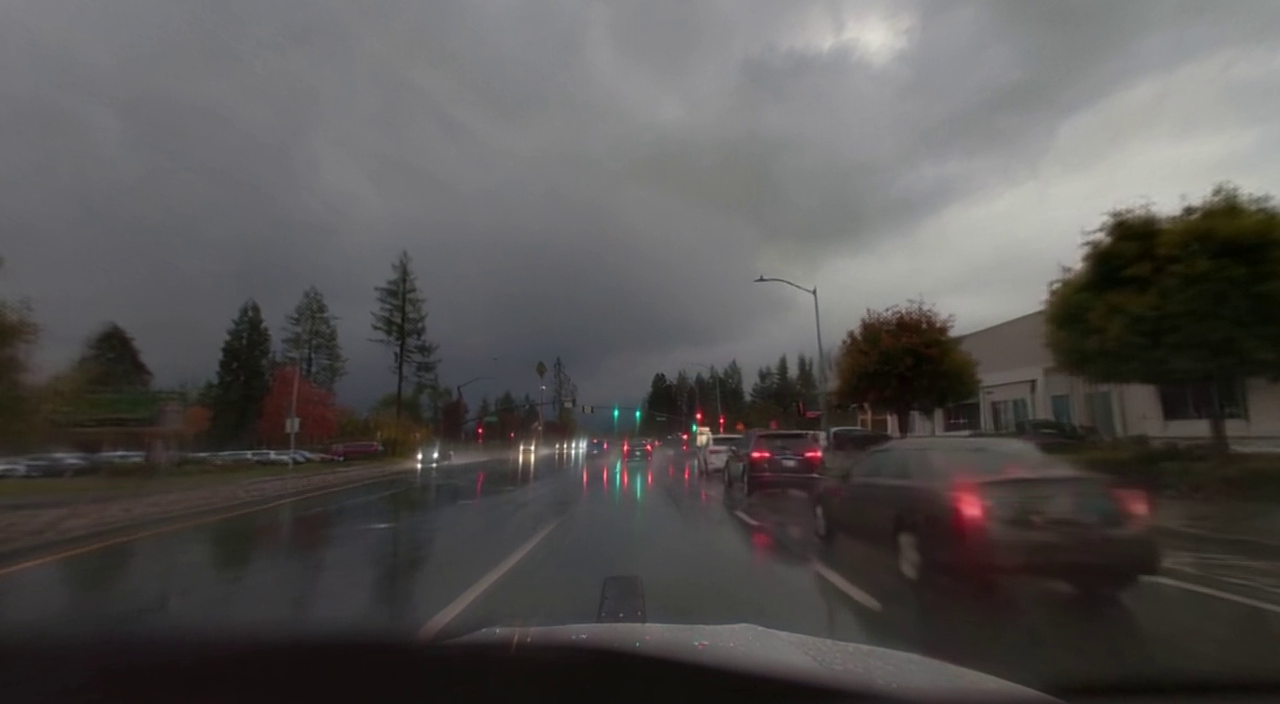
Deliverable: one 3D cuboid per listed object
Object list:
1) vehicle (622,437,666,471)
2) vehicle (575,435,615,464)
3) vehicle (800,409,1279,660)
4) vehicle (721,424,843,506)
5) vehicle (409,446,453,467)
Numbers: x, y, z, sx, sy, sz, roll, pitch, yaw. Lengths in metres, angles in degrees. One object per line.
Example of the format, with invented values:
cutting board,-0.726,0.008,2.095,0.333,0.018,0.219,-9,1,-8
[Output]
vehicle,0.159,5.054,31.399,2.023,1.532,3.891,0,-8,-1
vehicle,-2.905,6.456,41.862,2.280,1.810,4.903,0,-8,0
vehicle,3.125,1.440,6.188,1.864,1.484,4.662,0,-8,0
vehicle,3.248,2.704,15.545,2.037,1.673,4.844,-1,-8,2
vehicle,-15.535,7.798,47.238,1.846,1.433,4.274,0,-8,0
